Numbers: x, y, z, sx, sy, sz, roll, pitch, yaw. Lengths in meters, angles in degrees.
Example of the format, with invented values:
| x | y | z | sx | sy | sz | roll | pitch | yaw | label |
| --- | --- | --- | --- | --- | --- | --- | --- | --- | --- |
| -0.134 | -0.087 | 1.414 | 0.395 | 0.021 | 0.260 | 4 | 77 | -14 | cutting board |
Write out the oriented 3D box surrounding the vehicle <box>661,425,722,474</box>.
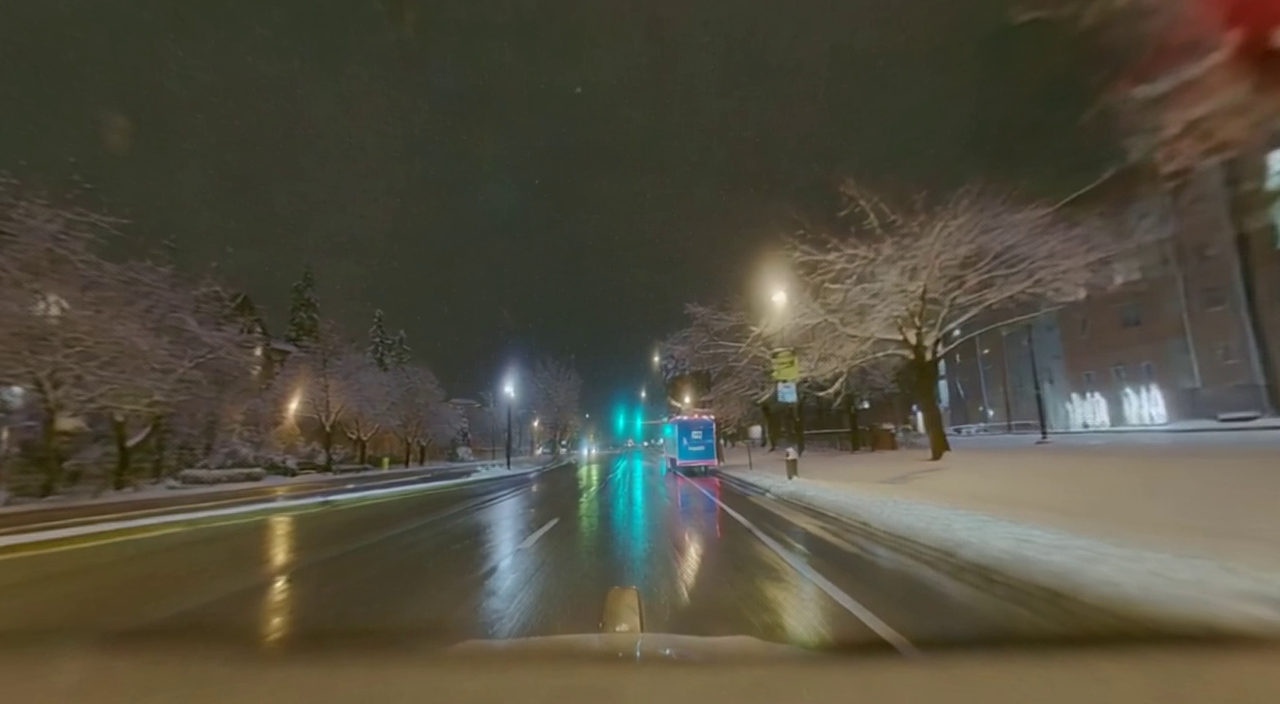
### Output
| x | y | z | sx | sy | sz | roll | pitch | yaw | label |
| --- | --- | --- | --- | --- | --- | --- | --- | --- | --- |
| 2.425 | 4.794 | 31.151 | 2.514 | 2.218 | 5.013 | 0 | -9 | -1 | vehicle |
